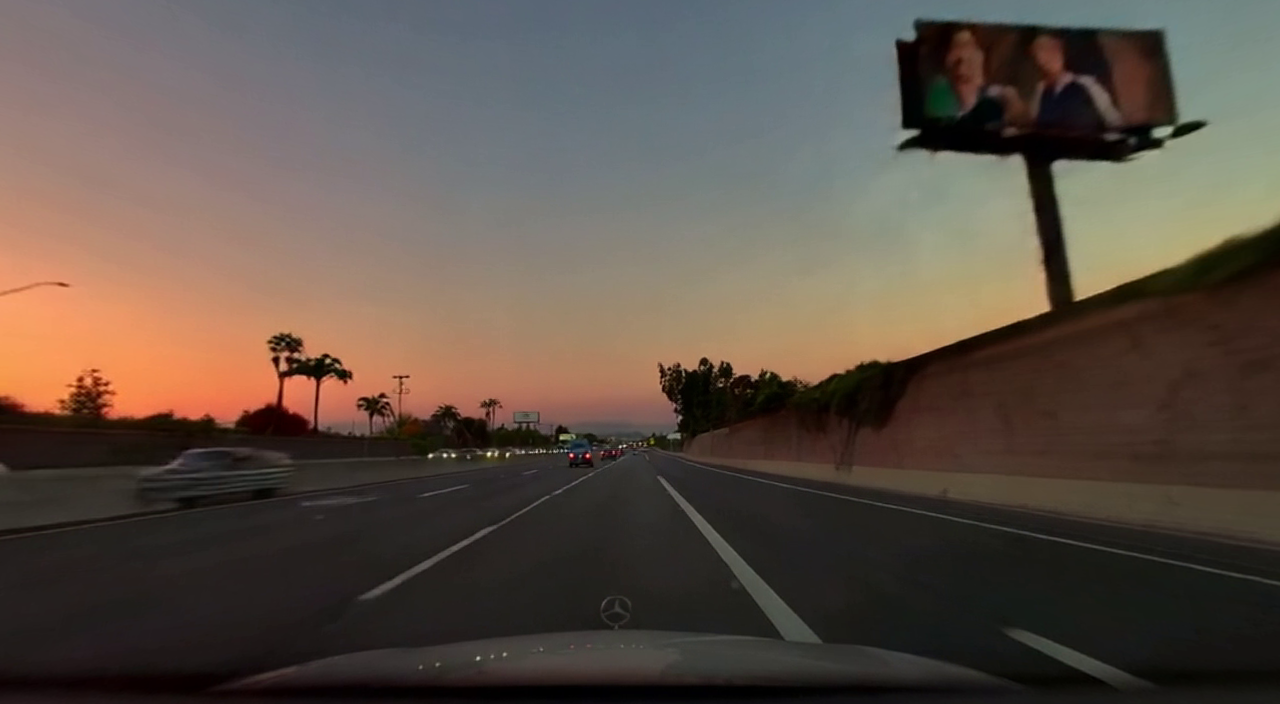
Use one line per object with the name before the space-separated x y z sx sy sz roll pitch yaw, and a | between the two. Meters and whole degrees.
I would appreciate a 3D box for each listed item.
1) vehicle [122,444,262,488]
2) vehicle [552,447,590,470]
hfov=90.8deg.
vehicle | -18.552 4.689 26.539 2.273 1.652 4.927 0 -8 0
vehicle | -4.617 7.179 42.923 2.078 1.457 4.648 0 -8 0
